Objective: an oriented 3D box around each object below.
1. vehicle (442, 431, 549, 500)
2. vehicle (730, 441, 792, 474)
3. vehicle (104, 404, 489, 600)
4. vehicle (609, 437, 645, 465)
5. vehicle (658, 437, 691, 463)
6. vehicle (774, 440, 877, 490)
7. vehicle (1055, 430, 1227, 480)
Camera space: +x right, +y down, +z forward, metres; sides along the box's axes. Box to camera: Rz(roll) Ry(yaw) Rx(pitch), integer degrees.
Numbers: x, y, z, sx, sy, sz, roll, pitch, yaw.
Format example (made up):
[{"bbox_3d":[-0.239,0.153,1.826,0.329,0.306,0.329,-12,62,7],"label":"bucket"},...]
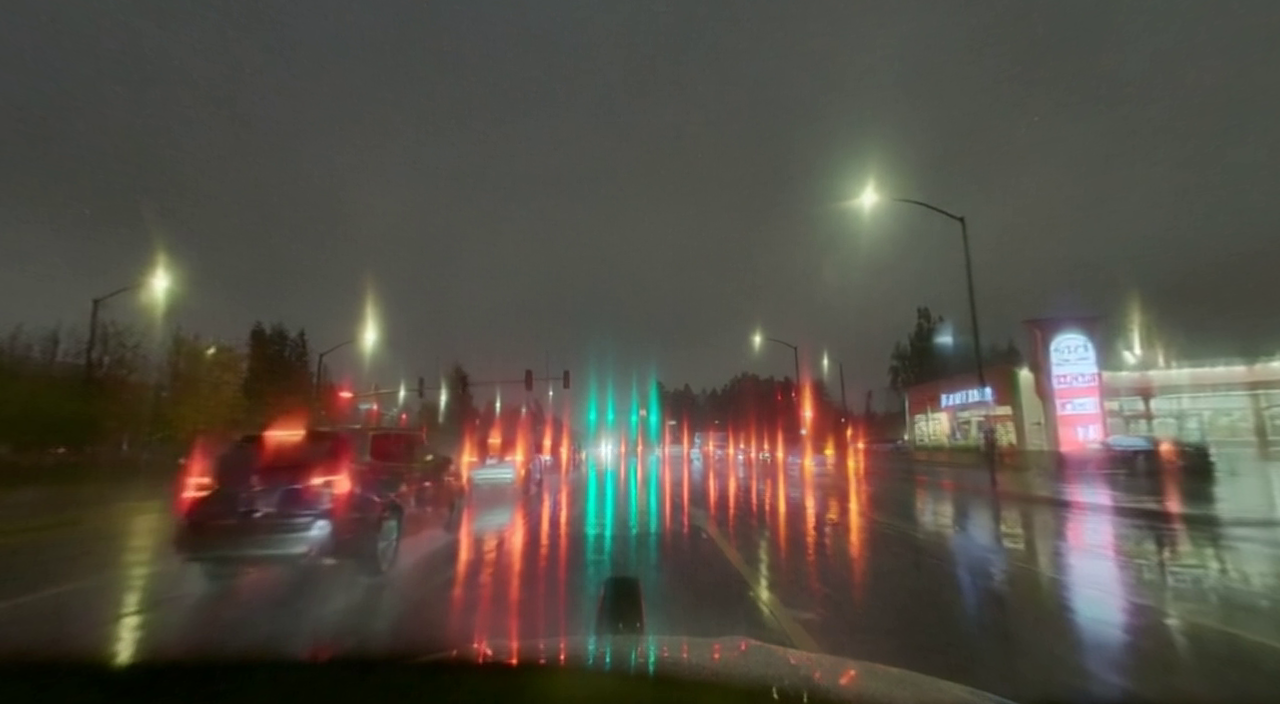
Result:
[{"bbox_3d":[-3.760,3.023,17.193,1.934,1.624,3.964,0,-8,0],"label":"vehicle"},{"bbox_3d":[5.790,5.118,30.927,1.969,1.502,4.663,0,-8,-2],"label":"vehicle"},{"bbox_3d":[-3.449,1.597,7.601,2.143,1.643,4.336,0,-8,1],"label":"vehicle"},{"bbox_3d":[-0.888,6.630,42.465,2.261,1.741,4.255,0,-8,-1],"label":"vehicle"},{"bbox_3d":[2.451,7.049,45.448,2.018,1.779,4.338,0,-8,-1],"label":"vehicle"},{"bbox_3d":[5.935,3.661,20.863,2.017,1.453,4.497,0,-8,0],"label":"vehicle"},{"bbox_3d":[16.380,3.395,21.060,1.819,1.457,4.680,0,-8,-1],"label":"vehicle"}]
